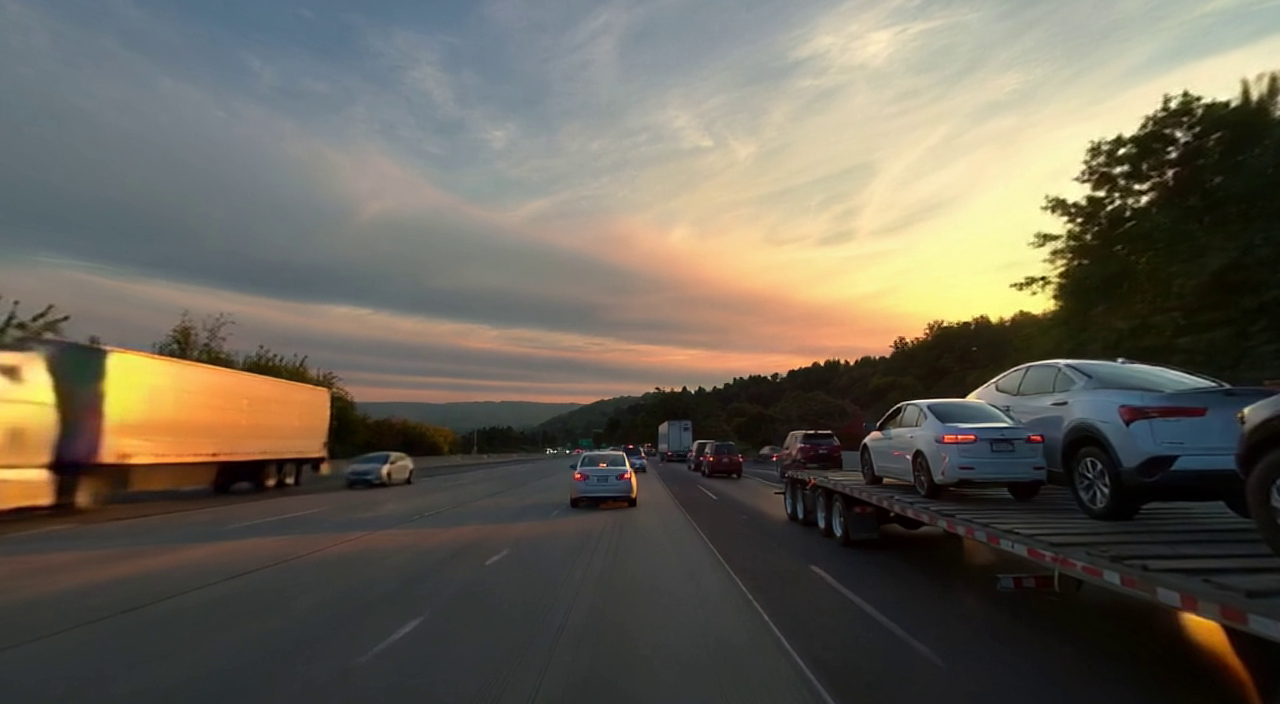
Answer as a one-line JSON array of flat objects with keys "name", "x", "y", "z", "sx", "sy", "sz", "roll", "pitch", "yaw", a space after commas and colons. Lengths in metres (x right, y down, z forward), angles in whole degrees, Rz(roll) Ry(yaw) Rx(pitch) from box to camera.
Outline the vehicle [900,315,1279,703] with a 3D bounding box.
[{"name": "vehicle", "x": 3.466, "y": 0.951, "z": 3.691, "sx": 1.959, "sy": 1.783, "sz": 4.407, "roll": 0, "pitch": -9, "yaw": 0}]

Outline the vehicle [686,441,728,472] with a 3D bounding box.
[{"name": "vehicle", "x": 3.791, "y": 6.040, "z": 36.545, "sx": 1.938, "sy": 1.660, "sz": 4.223, "roll": 0, "pitch": -9, "yaw": 0}]

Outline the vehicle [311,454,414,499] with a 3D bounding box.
[{"name": "vehicle", "x": -11.017, "y": 4.944, "z": 25.394, "sx": 2.221, "sy": 1.639, "sz": 4.105, "roll": 0, "pitch": -9, "yaw": 0}]

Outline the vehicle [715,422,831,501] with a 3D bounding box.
[{"name": "vehicle", "x": 3.487, "y": 2.981, "z": 17.374, "sx": 2.303, "sy": 1.889, "sz": 3.920, "roll": 0, "pitch": -9, "yaw": 0}]

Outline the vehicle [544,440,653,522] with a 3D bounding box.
[{"name": "vehicle", "x": -0.737, "y": 2.659, "z": 13.422, "sx": 1.991, "sy": 1.466, "sz": 3.675, "roll": 0, "pitch": -9, "yaw": 0}]

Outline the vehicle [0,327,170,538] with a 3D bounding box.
[{"name": "vehicle", "x": -15.419, "y": 1.983, "z": 15.185, "sx": 3.230, "sy": 4.500, "sz": 5.937, "roll": 0, "pitch": -9, "yaw": 1}]
